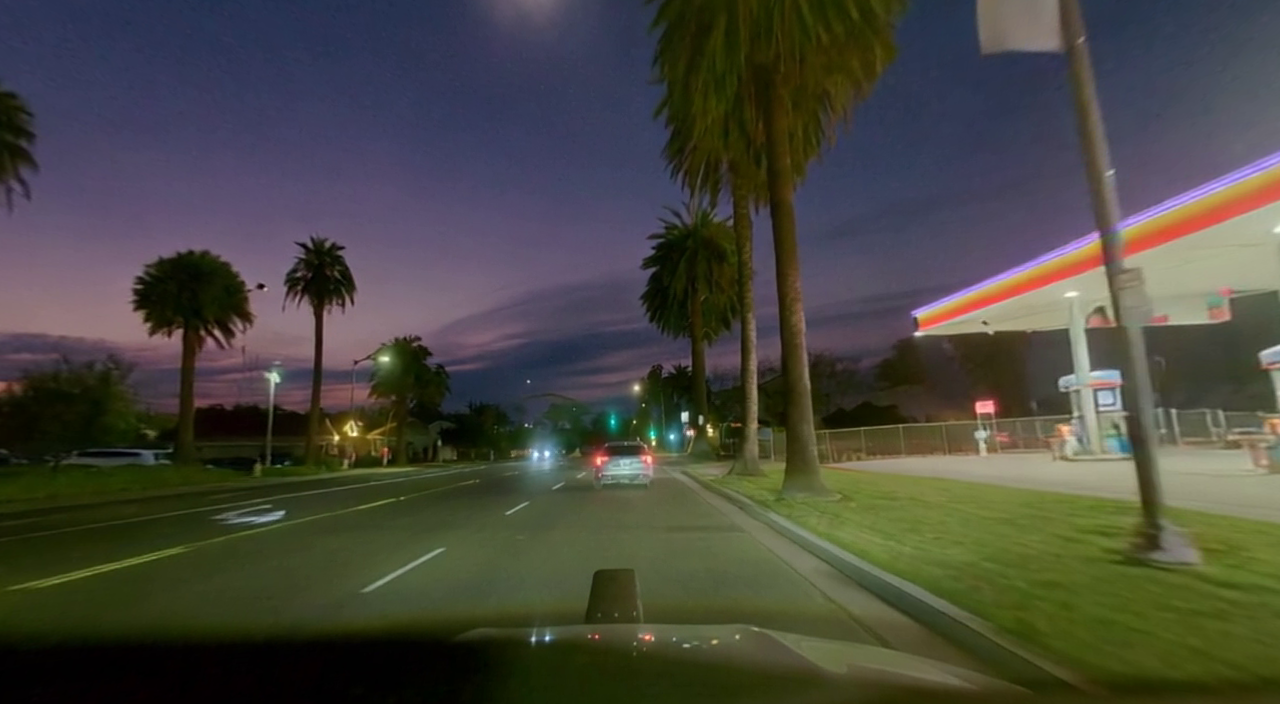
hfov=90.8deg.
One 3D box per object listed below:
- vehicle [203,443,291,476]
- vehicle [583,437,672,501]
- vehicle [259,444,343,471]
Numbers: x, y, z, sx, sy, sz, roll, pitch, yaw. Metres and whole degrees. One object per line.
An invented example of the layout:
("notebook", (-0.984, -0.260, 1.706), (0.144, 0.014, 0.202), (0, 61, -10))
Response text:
("vehicle", (-23.012, 6.272, 36.955), (4.573, 1.725, 2.054), (-5, -8, 23))
("vehicle", (-0.321, 3.058, 16.937), (2.076, 1.486, 4.119), (0, -8, -1))
("vehicle", (-23.228, 7.195, 43.262), (5.293, 1.771, 2.194), (-4, -9, 25))
